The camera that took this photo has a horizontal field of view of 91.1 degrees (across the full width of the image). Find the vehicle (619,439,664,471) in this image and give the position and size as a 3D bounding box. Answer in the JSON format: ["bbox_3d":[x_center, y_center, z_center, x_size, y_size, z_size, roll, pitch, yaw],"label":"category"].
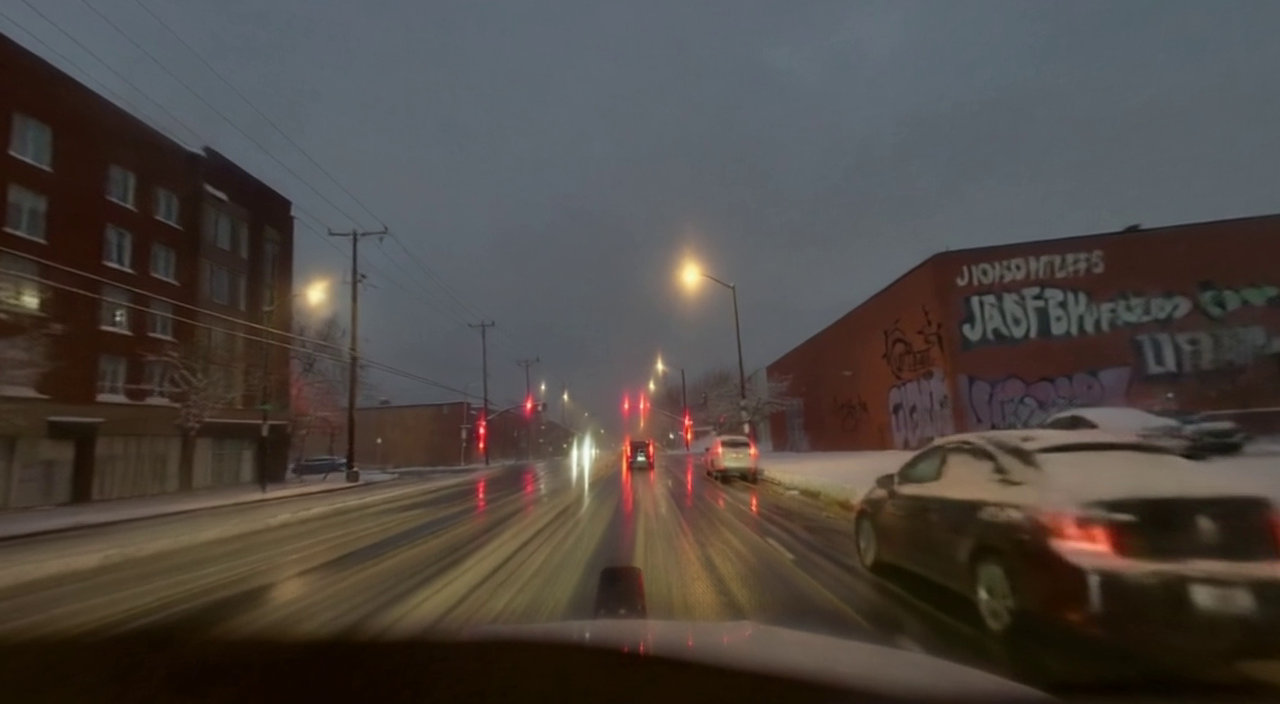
[{"bbox_3d":[0.089,5.228,32.170,2.153,1.505,4.452,0,-8,0],"label":"vehicle"}]

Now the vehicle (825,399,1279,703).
[{"bbox_3d":[3.163,1.307,5.122,2.062,1.535,4.206,0,-8,1],"label":"vehicle"}]

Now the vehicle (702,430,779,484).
[{"bbox_3d":[3.444,3.706,22.371,1.938,1.714,4.402,0,-8,0],"label":"vehicle"}]
